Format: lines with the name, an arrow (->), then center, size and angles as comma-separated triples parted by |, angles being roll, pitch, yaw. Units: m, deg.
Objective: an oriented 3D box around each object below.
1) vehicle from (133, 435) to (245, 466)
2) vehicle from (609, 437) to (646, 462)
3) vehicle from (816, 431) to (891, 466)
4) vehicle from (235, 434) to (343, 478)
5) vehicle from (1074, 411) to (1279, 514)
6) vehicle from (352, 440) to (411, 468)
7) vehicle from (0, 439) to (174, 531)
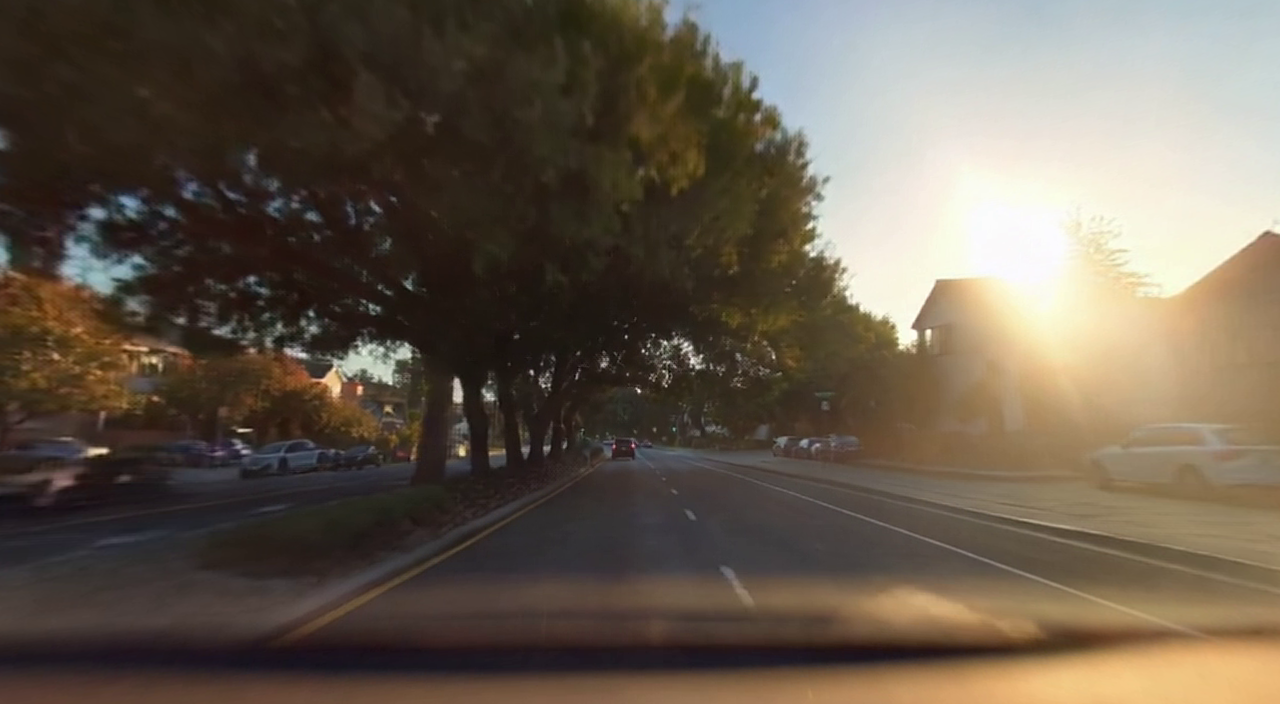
vehicle -> -23.361, 5.113, 32.780 | 4.184, 1.528, 1.990 | 0, -8, -3
vehicle -> -0.805, 5.987, 38.886 | 2.113, 1.462, 4.203 | 0, -8, -2
vehicle -> 11.386, 5.201, 34.102 | 2.147, 1.767, 5.125 | 0, -8, -1
vehicle -> -15.177, 4.501, 27.622 | 2.042, 1.748, 4.584 | 0, -8, 0
vehicle -> 11.594, 2.166, 12.822 | 2.156, 1.689, 4.774 | 0, -8, 1
vehicle -> -15.420, 6.075, 37.804 | 1.884, 1.540, 3.927 | 0, -8, 0
vehicle -> -10.971, 2.287, 11.258 | 1.910, 1.431, 4.426 | 0, -8, 0
